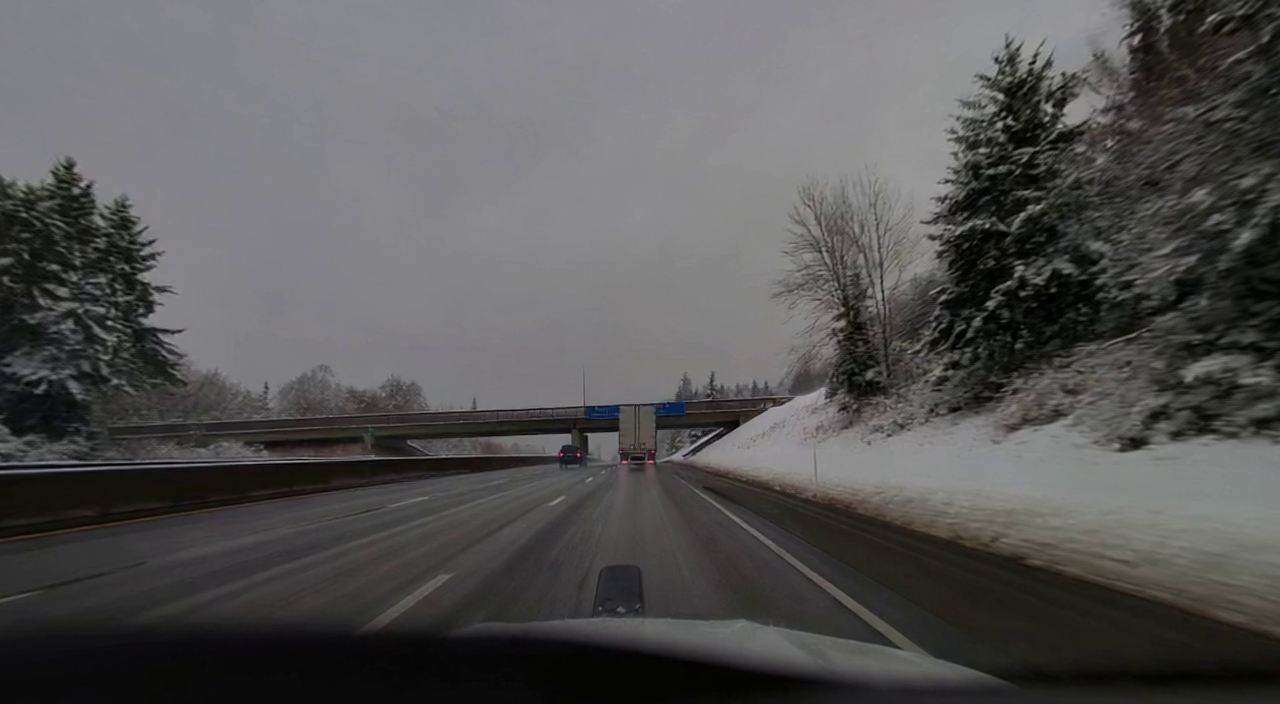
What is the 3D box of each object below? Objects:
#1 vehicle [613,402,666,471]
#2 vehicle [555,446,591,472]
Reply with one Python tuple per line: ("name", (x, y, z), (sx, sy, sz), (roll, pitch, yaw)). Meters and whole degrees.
("vehicle", (-0.186, 5.844, 42.747), (3.033, 3.985, 12.383), (0, -9, -1))
("vehicle", (-4.354, 6.978, 41.392), (2.005, 1.595, 4.253), (0, -9, -2))
